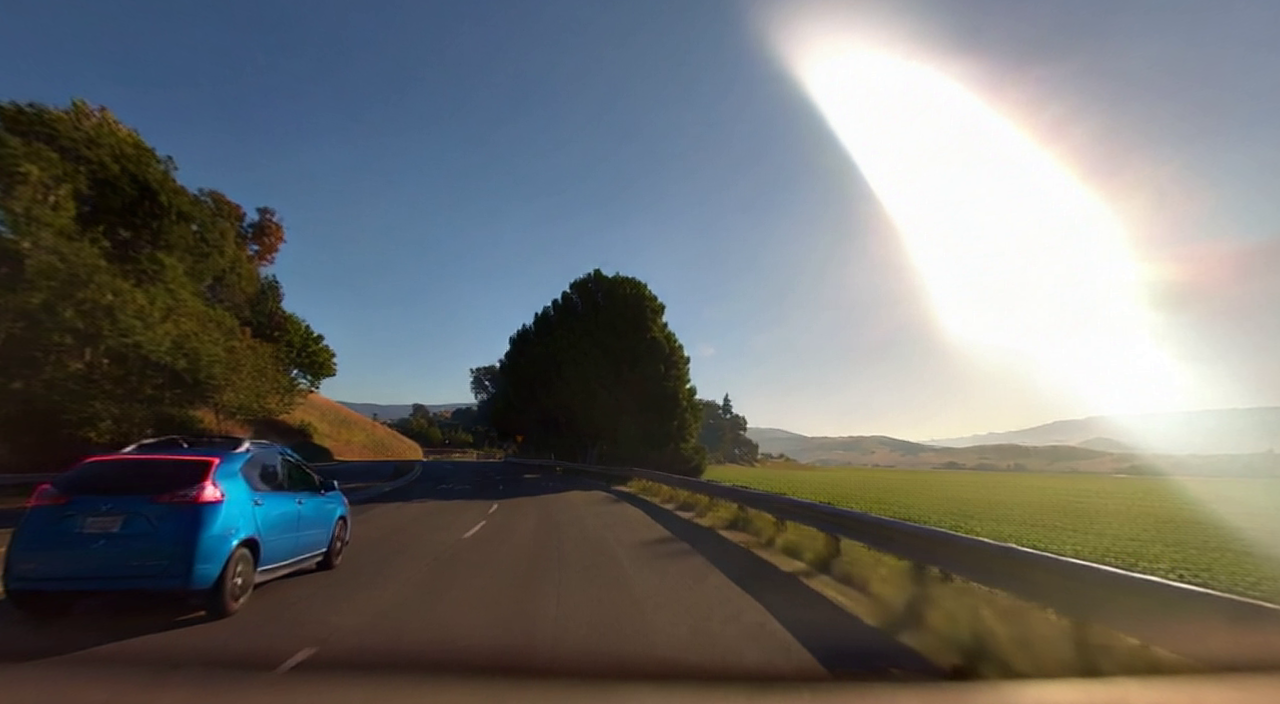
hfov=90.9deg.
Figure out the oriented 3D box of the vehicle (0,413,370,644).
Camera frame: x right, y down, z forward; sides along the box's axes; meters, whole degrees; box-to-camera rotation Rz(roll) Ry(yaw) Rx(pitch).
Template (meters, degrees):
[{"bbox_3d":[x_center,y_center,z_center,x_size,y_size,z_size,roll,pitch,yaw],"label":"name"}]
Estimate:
[{"bbox_3d":[-4.631,1.559,6.473,2.078,1.607,3.959,0,-9,-3],"label":"vehicle"}]
